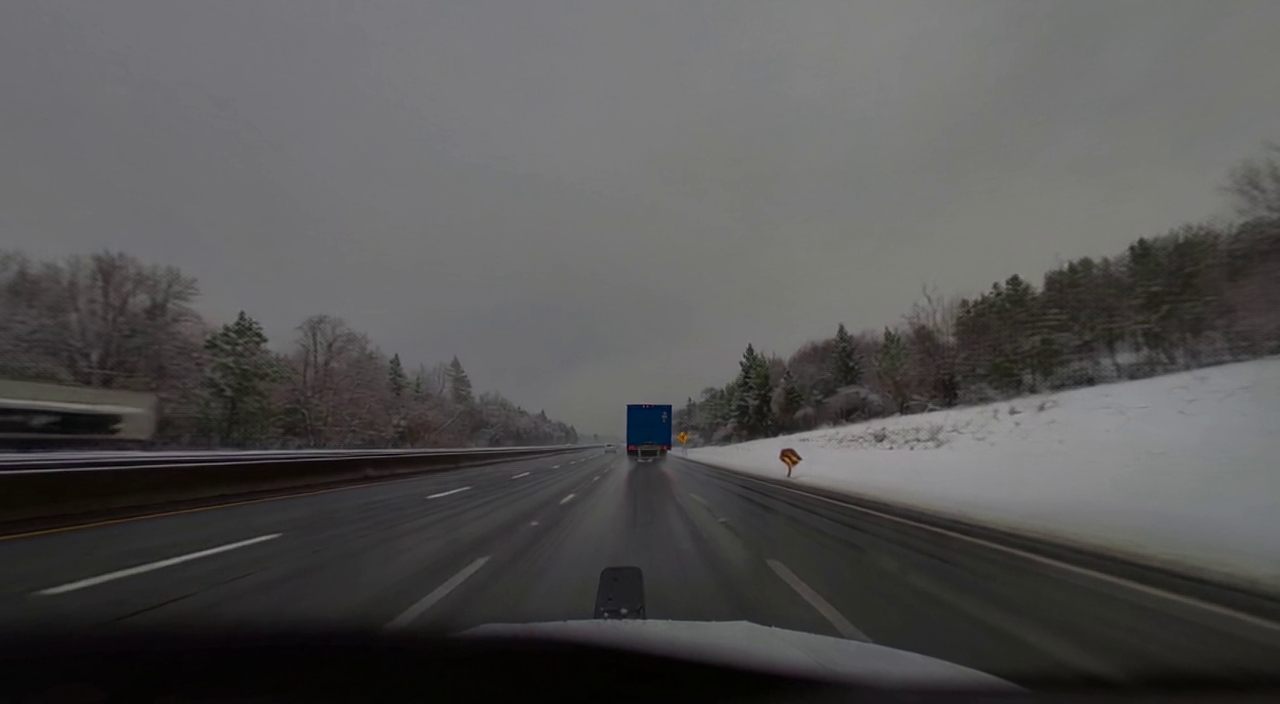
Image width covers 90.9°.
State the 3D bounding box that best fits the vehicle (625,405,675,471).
[{"bbox_3d":[0.474,6.131,44.215,3.055,4.009,10.972,0,-9,-2],"label":"vehicle"}]

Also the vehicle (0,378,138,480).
[{"bbox_3d":[-23.238,2.536,20.904,2.819,3.410,12.707,0,-9,0],"label":"vehicle"}]
